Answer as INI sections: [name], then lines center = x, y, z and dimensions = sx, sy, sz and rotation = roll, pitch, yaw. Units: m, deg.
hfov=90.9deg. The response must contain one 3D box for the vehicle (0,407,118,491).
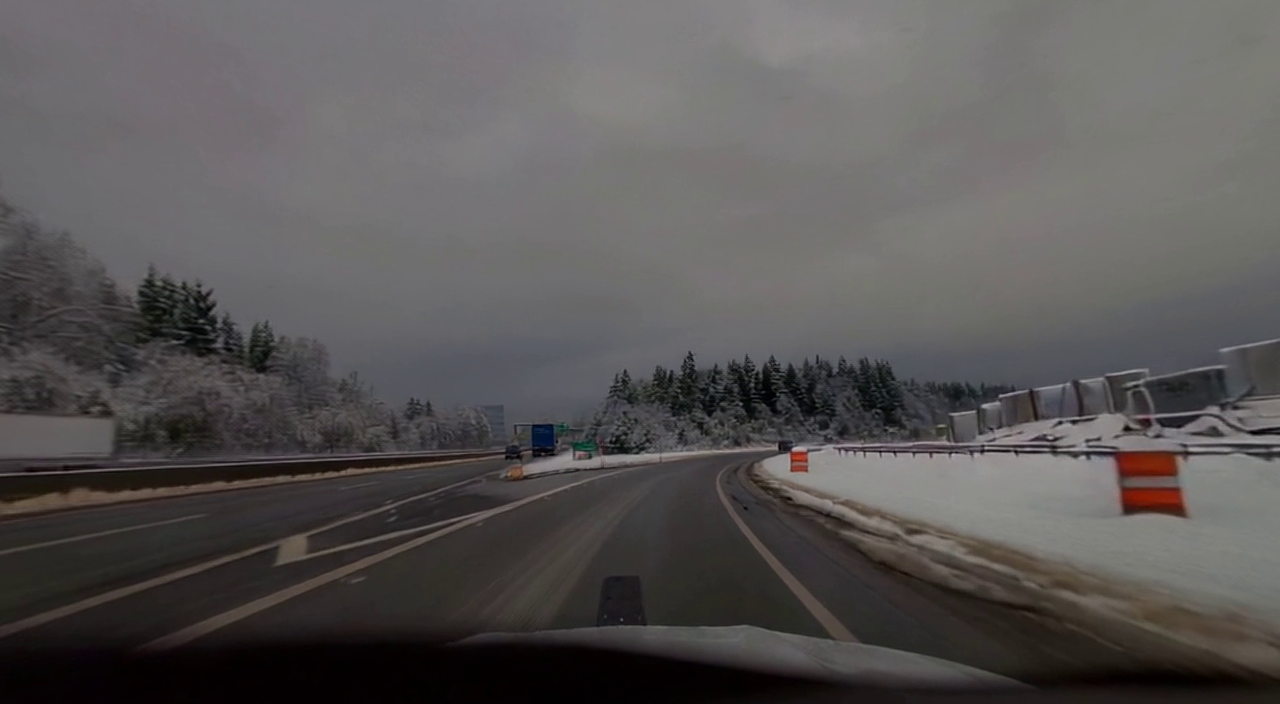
[vehicle]
center = -32.552, 4.730, 30.738
dimensions = 2.880, 4.029, 14.388
rotation = 0, -9, -4
